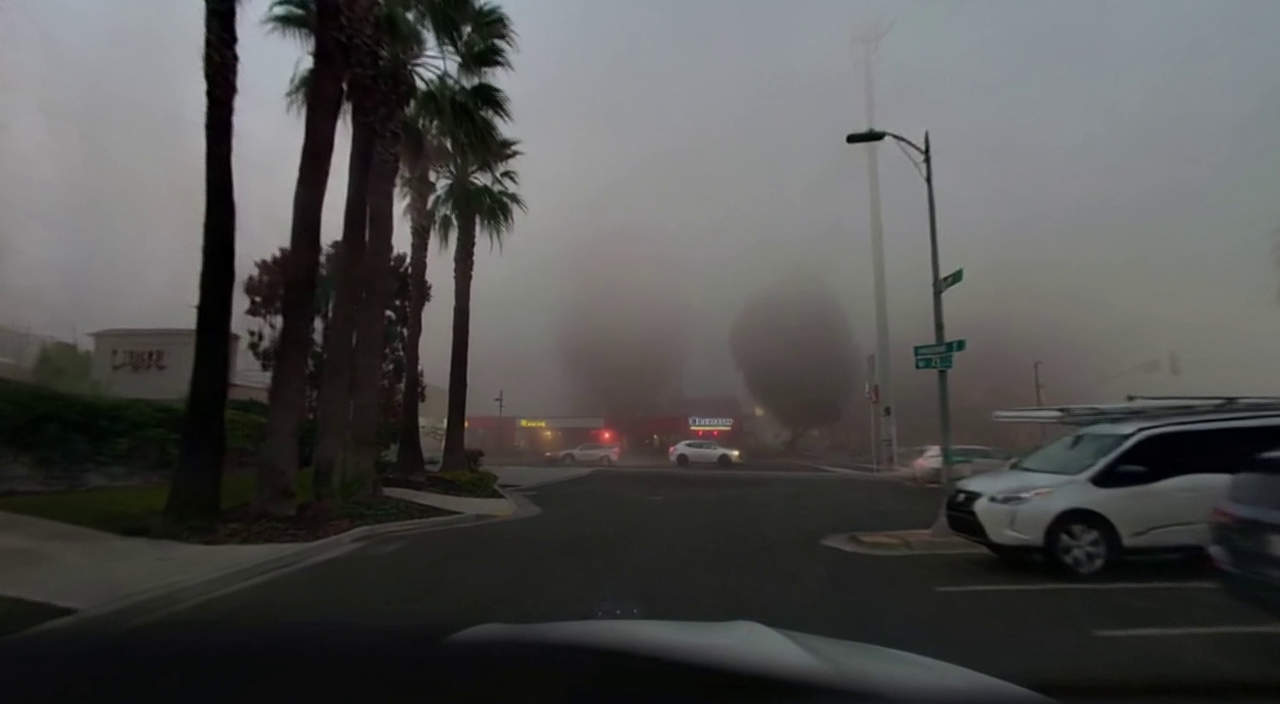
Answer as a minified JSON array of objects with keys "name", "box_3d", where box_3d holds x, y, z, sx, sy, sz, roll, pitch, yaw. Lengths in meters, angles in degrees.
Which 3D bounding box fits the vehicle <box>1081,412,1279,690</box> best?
[{"name":"vehicle","box_3d":[5.824,1.128,3.992,4.742,1.506,1.919,0,-7,-5]}]

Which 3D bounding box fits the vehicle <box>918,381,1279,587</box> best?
[{"name":"vehicle","box_3d":[5.883,1.368,6.990,4.656,1.886,1.915,0,-9,-3]}]

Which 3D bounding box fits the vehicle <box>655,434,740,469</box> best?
[{"name":"vehicle","box_3d":[2.954,5.238,33.209,4.211,1.756,2.158,0,-9,-2]}]

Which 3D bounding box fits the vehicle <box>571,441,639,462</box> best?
[{"name":"vehicle","box_3d":[-2.491,7.278,46.125,4.850,1.472,1.777,0,-9,-1]}]
